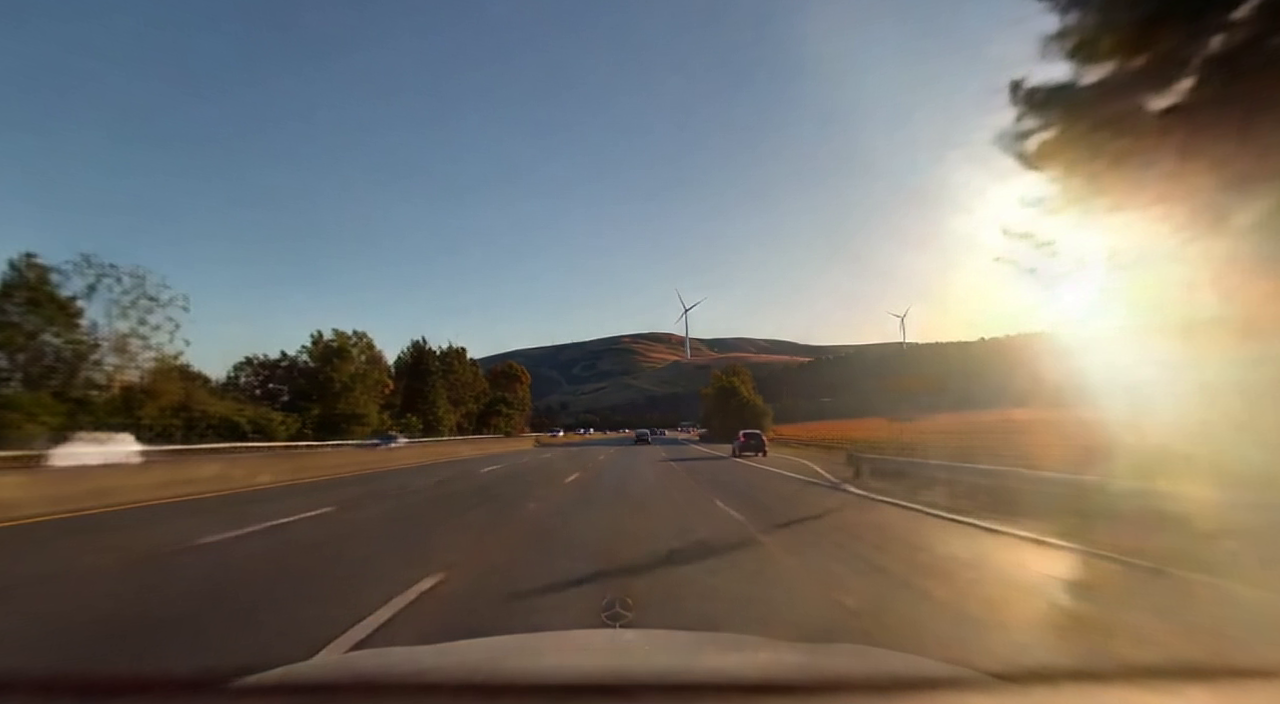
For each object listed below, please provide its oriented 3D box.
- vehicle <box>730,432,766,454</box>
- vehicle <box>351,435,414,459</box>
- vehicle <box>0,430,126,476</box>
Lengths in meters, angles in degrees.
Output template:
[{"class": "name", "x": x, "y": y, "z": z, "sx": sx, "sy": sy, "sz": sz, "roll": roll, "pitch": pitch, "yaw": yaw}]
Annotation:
[{"class": "vehicle", "x": 8.013, "y": 6.753, "z": 46.888, "sx": 1.926, "sy": 1.559, "sz": 2.968, "roll": 1, "pitch": -8, "yaw": -6}, {"class": "vehicle", "x": -16.156, "y": 5.954, "z": 39.774, "sx": 1.880, "sy": 1.413, "sz": 4.807, "roll": 0, "pitch": -8, "yaw": 1}, {"class": "vehicle", "x": -23.329, "y": 3.923, "z": 24.930, "sx": 2.087, "sy": 1.633, "sz": 4.555, "roll": 0, "pitch": -8, "yaw": -1}]
